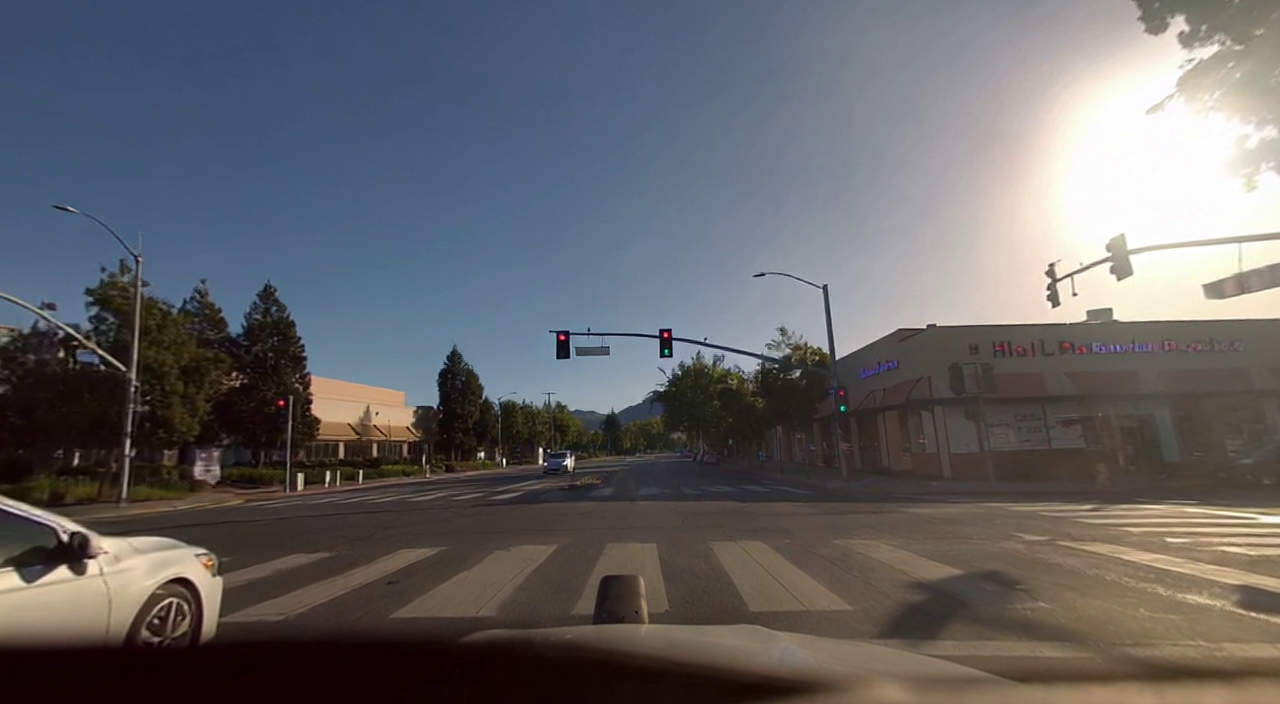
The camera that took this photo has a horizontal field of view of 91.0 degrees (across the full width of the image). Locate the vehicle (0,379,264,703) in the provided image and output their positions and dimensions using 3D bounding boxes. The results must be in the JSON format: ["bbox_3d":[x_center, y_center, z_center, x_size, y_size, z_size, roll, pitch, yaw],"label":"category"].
[{"bbox_3d":[-3.496,0.853,1.972,1.947,1.627,4.248,0,-9,1],"label":"vehicle"}]

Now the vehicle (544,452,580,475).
[{"bbox_3d":[-5.936,8.516,48.361,1.967,1.633,4.325,0,-9,3],"label":"vehicle"}]
